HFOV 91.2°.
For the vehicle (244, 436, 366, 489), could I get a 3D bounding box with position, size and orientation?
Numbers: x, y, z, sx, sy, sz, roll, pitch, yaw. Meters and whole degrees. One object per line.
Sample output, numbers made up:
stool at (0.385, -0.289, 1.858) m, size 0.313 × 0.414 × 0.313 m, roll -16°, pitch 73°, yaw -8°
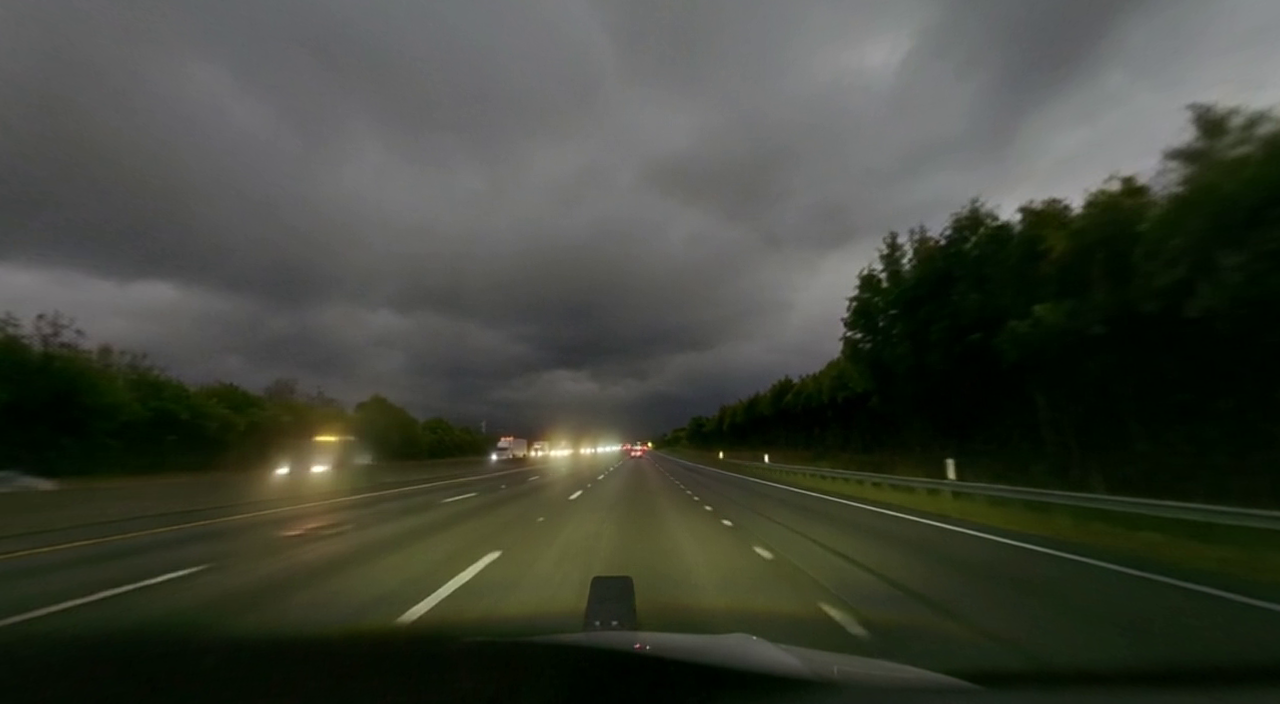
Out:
vehicle at (-15.655, 5.193, 29.848) m, size 2.429 × 2.218 × 6.111 m, roll 0°, pitch -9°, yaw 0°
